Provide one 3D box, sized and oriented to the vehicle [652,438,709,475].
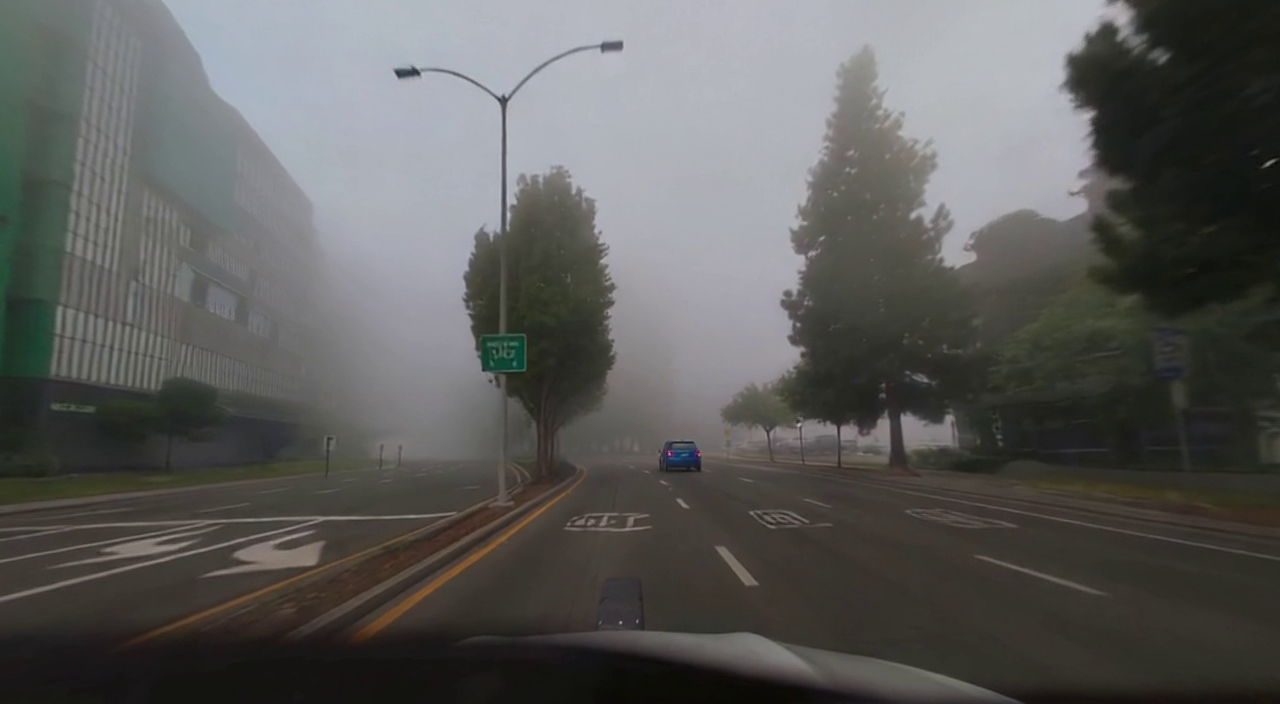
[{"bbox_3d":[1.878,5.045,30.841,2.165,1.633,4.381,0,-8,-5],"label":"vehicle"}]
